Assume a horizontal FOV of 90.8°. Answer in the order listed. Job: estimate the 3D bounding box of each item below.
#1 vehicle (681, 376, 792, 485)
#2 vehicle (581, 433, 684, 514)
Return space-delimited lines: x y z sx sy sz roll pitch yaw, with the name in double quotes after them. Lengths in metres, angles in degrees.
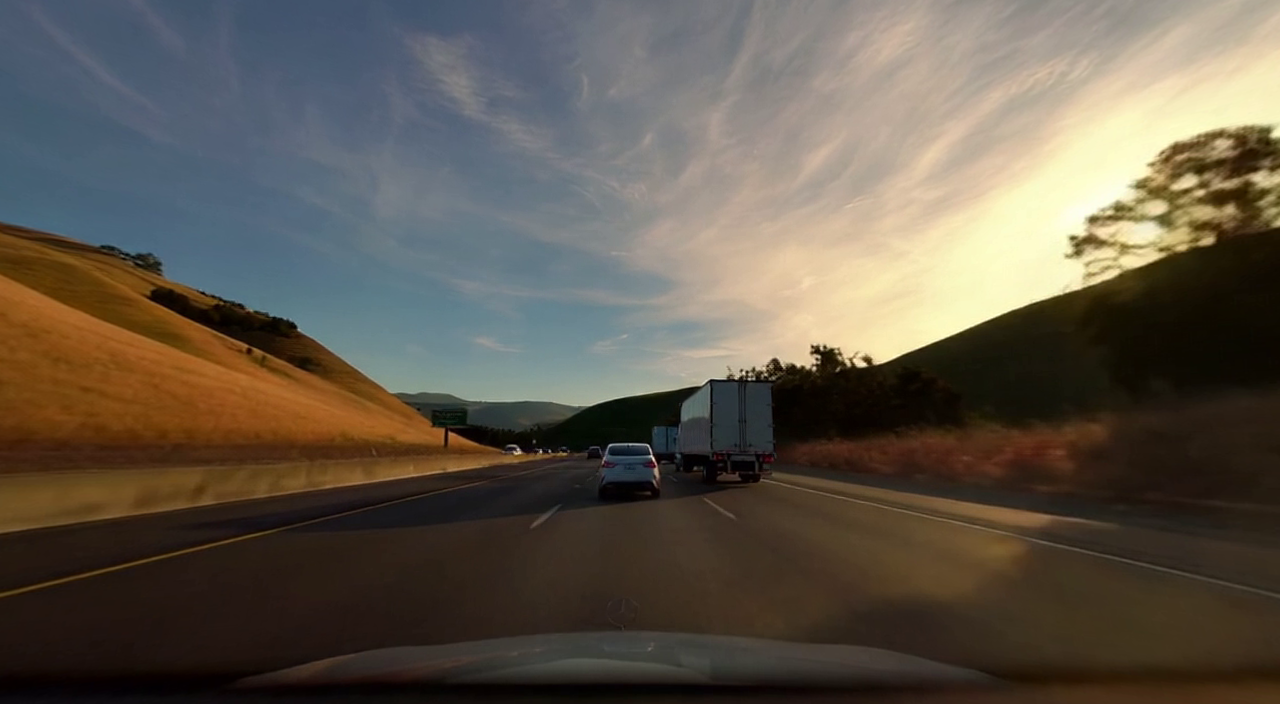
4.007 3.979 30.386 2.812 4.024 14.098 0 -9 -1 "vehicle"
-0.170 2.810 14.941 2.109 1.639 3.768 0 -9 -1 "vehicle"
